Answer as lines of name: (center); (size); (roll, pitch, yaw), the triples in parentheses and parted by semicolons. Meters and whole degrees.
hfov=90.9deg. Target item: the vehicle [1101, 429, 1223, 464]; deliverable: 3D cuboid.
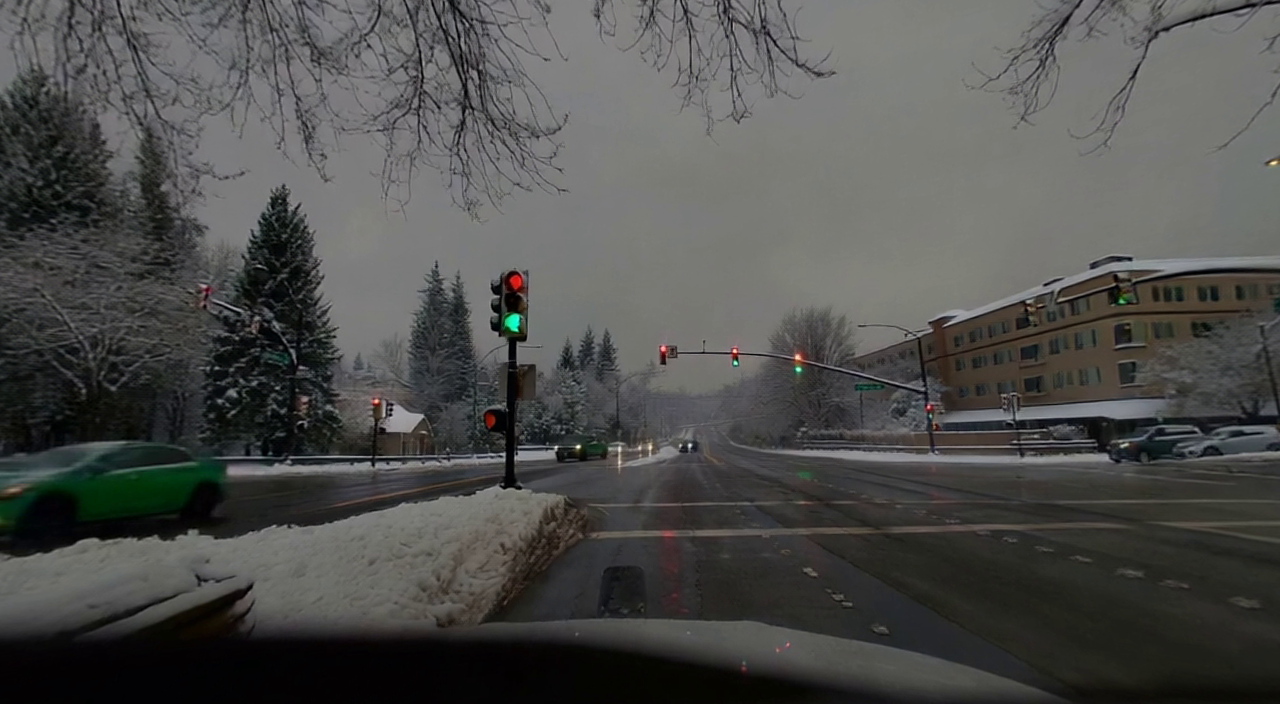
vehicle: (25.894, 4.680, 31.365); (4.441, 1.674, 2.035); (1, -8, -8)

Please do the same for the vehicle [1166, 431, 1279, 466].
vehicle: (26.274, 4.242, 27.895); (4.644, 1.470, 1.922); (1, -8, -10)

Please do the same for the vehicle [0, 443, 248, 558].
vehicle: (-9.206, 2.284, 10.634); (2.002, 1.483, 4.696); (-1, -8, 3)

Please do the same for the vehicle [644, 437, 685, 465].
vehicle: (1.723, 6.768, 43.255); (2.197, 1.739, 4.177); (-2, -8, 10)
